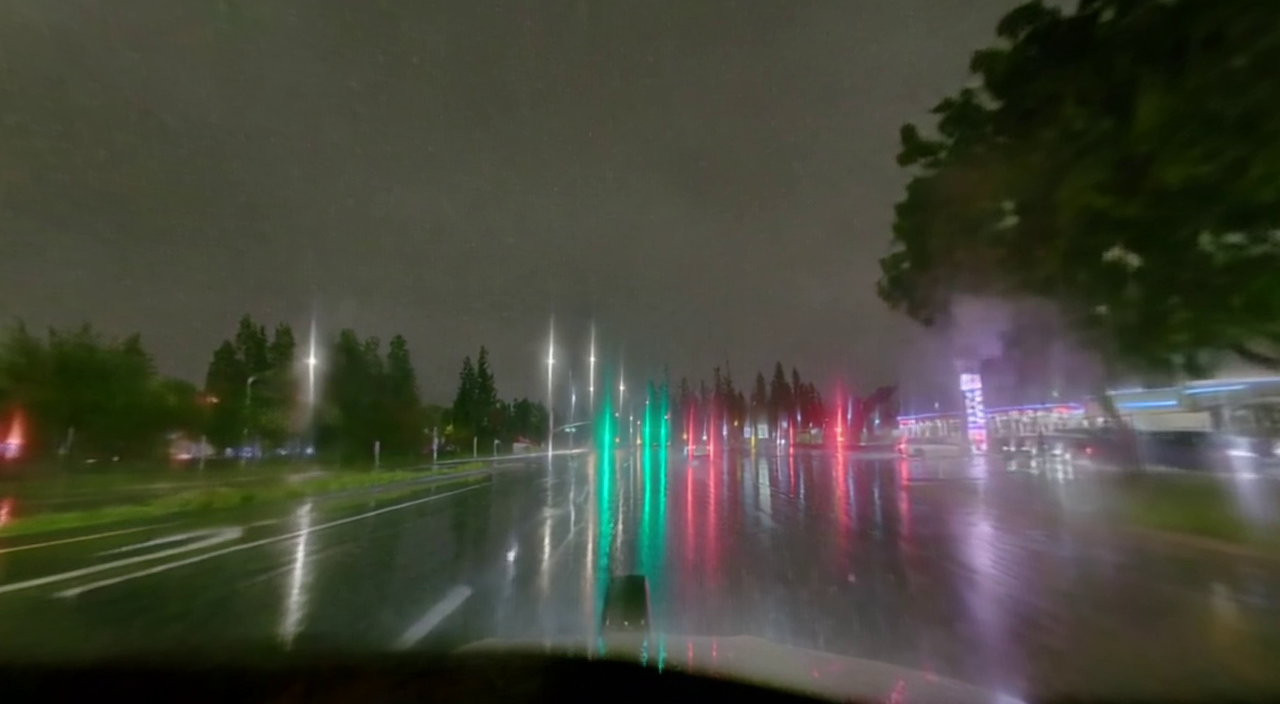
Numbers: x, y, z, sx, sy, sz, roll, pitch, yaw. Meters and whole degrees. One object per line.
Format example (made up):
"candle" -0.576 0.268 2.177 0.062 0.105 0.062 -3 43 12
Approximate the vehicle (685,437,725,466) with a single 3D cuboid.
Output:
"vehicle" 4.031 6.261 39.679 2.007 1.683 4.171 0 -8 -1

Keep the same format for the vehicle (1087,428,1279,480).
"vehicle" 16.901 3.150 19.463 4.685 1.478 1.849 -1 -9 2

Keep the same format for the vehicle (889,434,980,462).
"vehicle" 17.153 5.611 36.842 4.233 1.562 2.143 0 -8 1
